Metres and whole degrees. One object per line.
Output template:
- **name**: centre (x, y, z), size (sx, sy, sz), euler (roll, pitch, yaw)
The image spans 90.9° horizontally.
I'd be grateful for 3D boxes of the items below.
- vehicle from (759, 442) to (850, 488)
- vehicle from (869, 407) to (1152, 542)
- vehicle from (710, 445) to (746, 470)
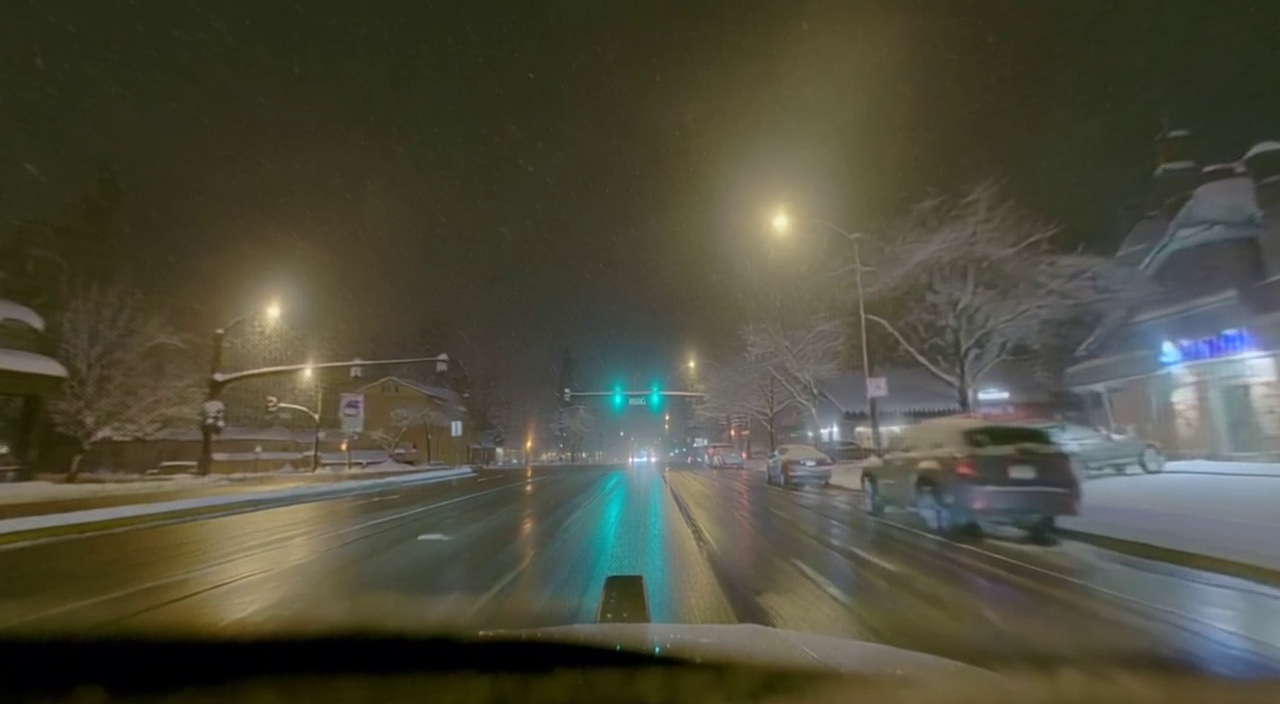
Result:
- **vehicle**: centre (6.032, 4.208, 23.760), size (2.057, 1.541, 4.735), euler (0, -9, -1)
- **vehicle**: centre (5.917, 2.037, 11.032), size (1.931, 1.814, 4.870), euler (0, -9, 0)
- **vehicle**: centre (6.221, 7.523, 45.087), size (1.845, 1.664, 5.285), euler (0, -9, 1)
